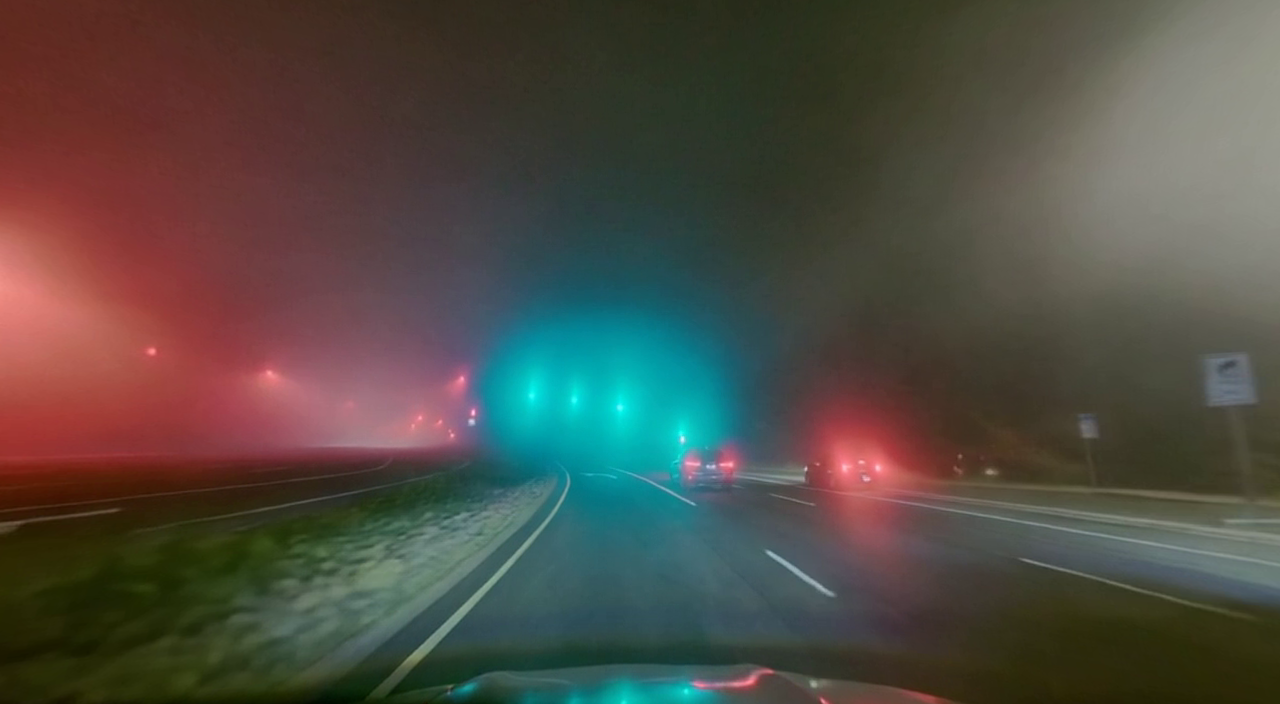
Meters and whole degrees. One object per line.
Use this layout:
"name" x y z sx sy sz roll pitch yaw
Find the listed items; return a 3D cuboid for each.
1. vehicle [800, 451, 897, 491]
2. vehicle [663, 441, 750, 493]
"vehicle" 8.491 4.862 26.282 1.940 1.460 4.652 1 -9 -8
"vehicle" 2.244 4.043 22.714 2.122 1.646 4.525 1 -9 -7
